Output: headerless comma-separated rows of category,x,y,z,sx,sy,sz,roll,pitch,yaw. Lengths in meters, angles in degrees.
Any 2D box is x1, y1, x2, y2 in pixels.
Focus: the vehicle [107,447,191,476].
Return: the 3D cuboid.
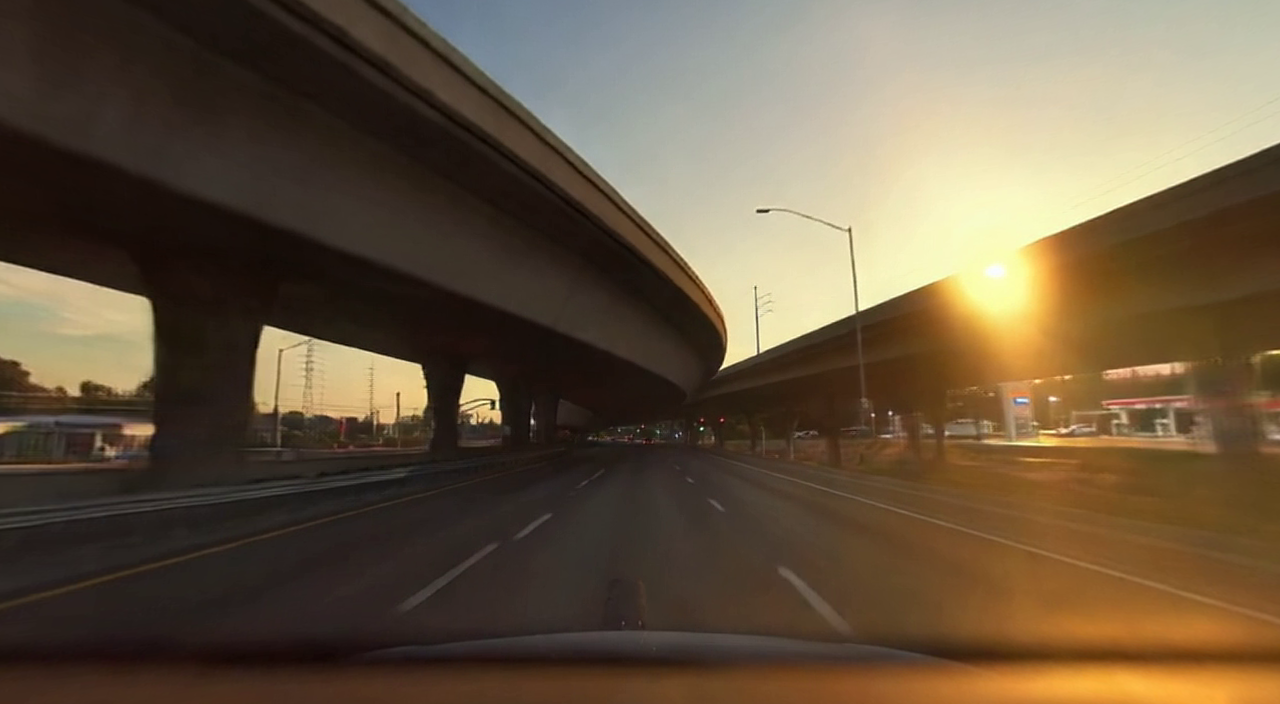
vehicle,-26.995,5.977,34.478,4.488,1.486,1.991,-5,-10,30
